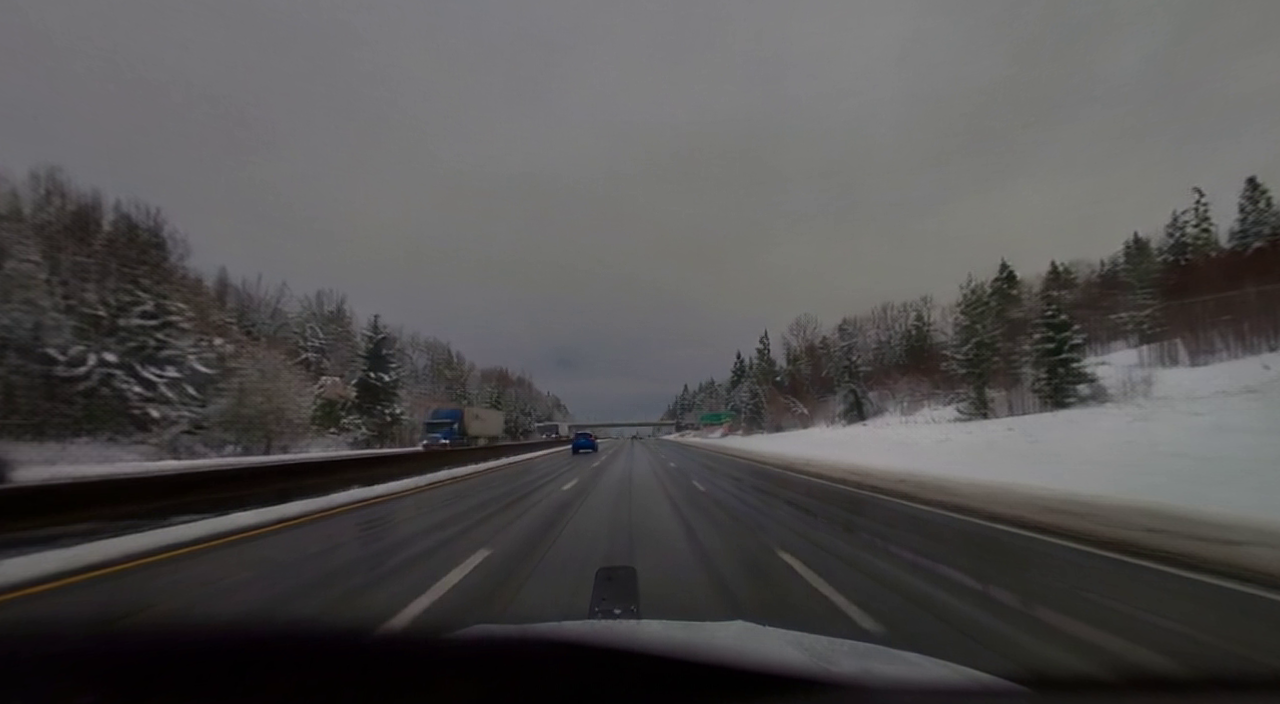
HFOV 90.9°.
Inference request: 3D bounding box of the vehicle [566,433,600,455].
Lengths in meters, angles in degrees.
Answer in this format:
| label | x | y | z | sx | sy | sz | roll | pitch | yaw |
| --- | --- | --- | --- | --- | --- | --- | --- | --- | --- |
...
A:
| label | x | y | z | sx | sy | sz | roll | pitch | yaw |
| --- | --- | --- | --- | --- | --- | --- | --- | --- | --- |
| vehicle | -3.856 | 6.308 | 43.293 | 2.085 | 1.479 | 3.846 | 0 | -8 | -1 |
